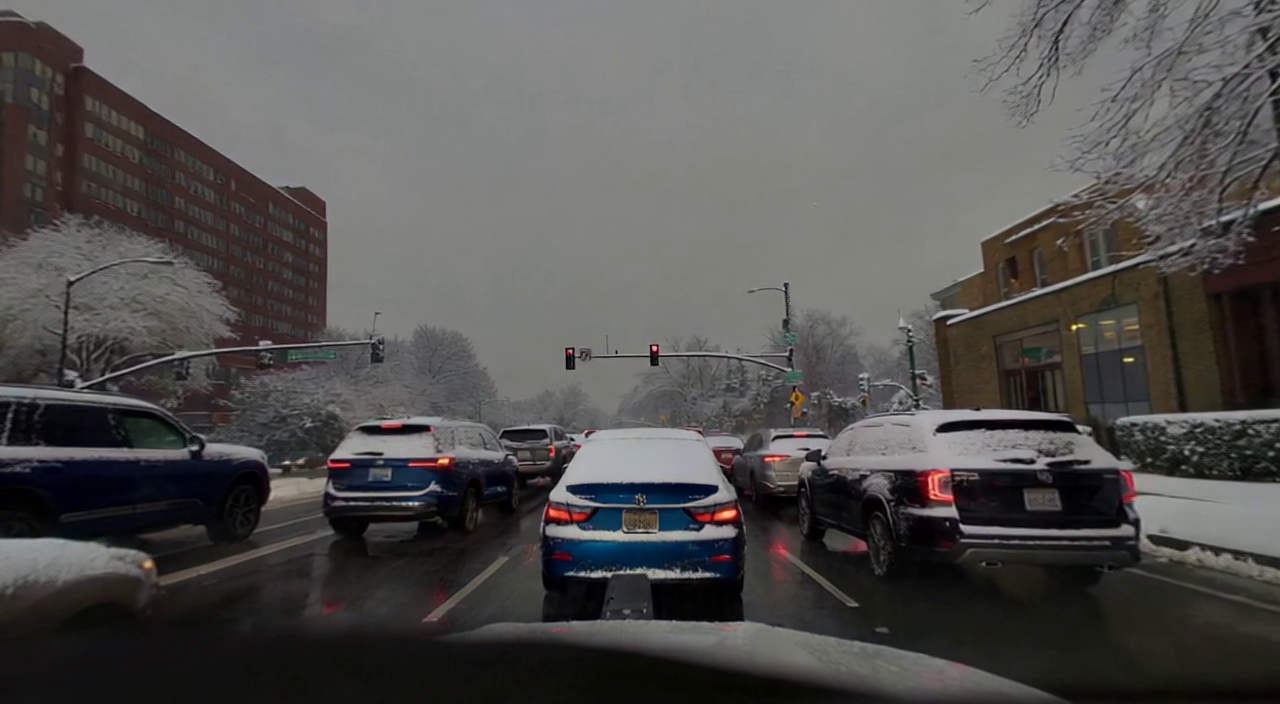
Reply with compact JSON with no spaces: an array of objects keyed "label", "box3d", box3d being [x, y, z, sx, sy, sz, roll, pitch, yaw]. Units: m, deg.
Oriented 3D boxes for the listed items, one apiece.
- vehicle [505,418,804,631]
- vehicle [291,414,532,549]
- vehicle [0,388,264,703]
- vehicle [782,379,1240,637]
[{"label":"vehicle","box3d":[0.091,1.536,6.587,2.147,1.507,3.953,0,-8,0]},{"label":"vehicle","box3d":[-3.345,2.016,10.463,2.168,1.719,4.561,-1,-8,2]},{"label":"vehicle","box3d":[-3.378,0.770,1.401,2.144,1.505,4.635,-1,-8,1]},{"label":"vehicle","box3d":[3.095,1.404,6.650,2.108,1.785,4.334,0,-8,-1]}]
